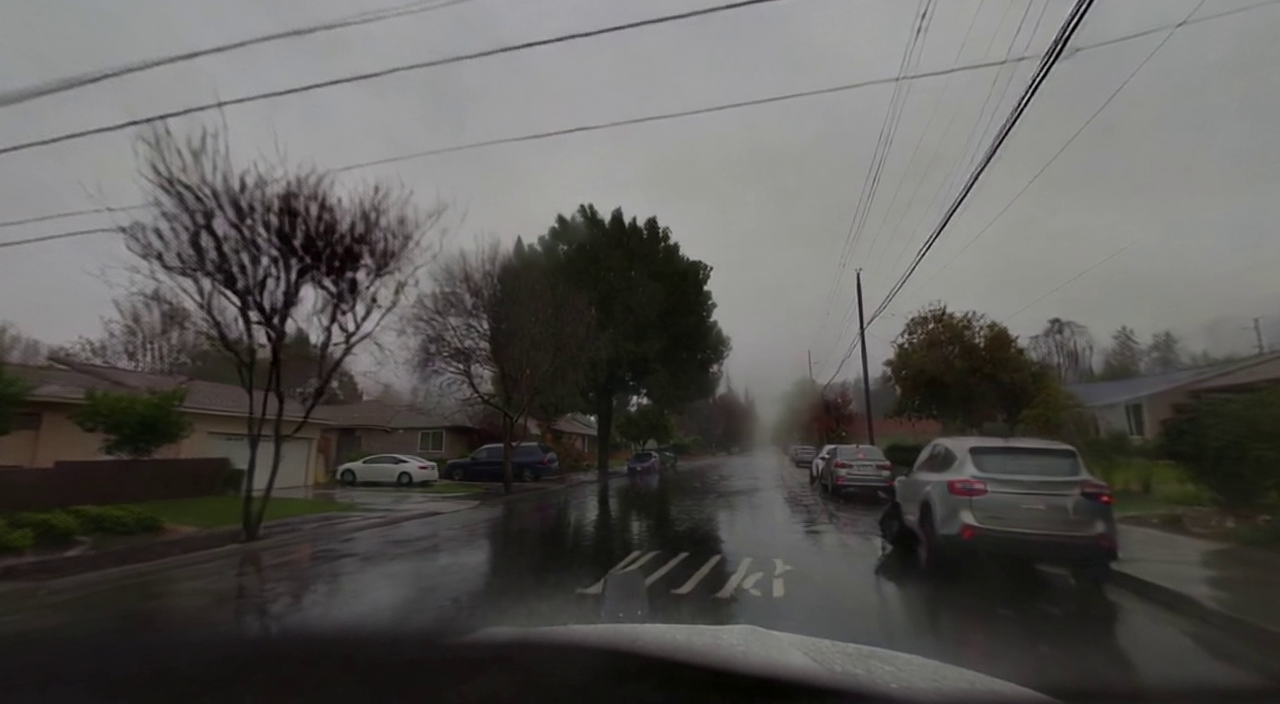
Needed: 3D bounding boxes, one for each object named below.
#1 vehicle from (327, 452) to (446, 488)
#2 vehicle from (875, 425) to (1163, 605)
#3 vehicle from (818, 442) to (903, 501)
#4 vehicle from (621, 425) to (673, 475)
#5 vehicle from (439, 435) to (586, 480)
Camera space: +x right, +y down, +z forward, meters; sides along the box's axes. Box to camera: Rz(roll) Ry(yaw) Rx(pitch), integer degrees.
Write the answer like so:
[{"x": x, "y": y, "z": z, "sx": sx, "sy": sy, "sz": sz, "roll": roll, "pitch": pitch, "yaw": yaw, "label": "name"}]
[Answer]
[{"x": -10.913, "y": 5.060, "z": 27.320, "sx": 4.481, "sy": 1.420, "sz": 1.712, "roll": -1, "pitch": -9, "yaw": 9, "label": "vehicle"}, {"x": 4.008, "y": 1.701, "z": 7.371, "sx": 1.908, "sy": 1.572, "sz": 3.105, "roll": -2, "pitch": -9, "yaw": 13, "label": "vehicle"}, {"x": 6.170, "y": 3.339, "z": 18.071, "sx": 1.845, "sy": 1.453, "sz": 3.792, "roll": -2, "pitch": -9, "yaw": 13, "label": "vehicle"}, {"x": 0.548, "y": 6.153, "z": 39.930, "sx": 2.199, "sy": 2.902, "sz": 5.848, "roll": -2, "pitch": -9, "yaw": 12, "label": "vehicle"}, {"x": -6.072, "y": 5.038, "z": 30.520, "sx": 6.488, "sy": 2.009, "sz": 2.354, "roll": -2, "pitch": -9, "yaw": 12, "label": "vehicle"}]
